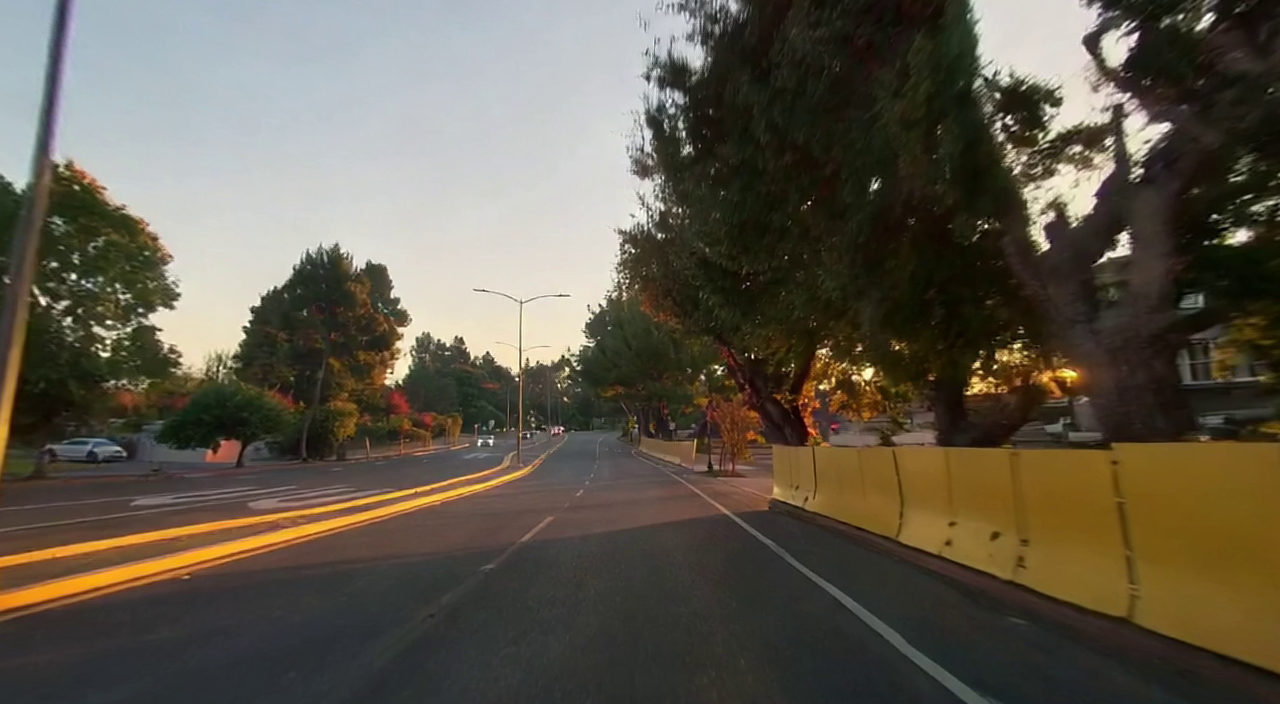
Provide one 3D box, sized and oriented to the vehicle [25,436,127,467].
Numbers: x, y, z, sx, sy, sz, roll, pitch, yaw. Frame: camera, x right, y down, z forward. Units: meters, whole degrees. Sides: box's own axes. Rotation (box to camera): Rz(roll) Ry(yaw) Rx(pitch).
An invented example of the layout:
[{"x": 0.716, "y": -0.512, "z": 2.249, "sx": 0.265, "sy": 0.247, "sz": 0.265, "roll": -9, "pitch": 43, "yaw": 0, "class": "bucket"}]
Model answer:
[{"x": -32.284, "y": 5.675, "z": 36.237, "sx": 4.017, "sy": 1.663, "sz": 1.966, "roll": -1, "pitch": -8, "yaw": 2, "class": "vehicle"}]
